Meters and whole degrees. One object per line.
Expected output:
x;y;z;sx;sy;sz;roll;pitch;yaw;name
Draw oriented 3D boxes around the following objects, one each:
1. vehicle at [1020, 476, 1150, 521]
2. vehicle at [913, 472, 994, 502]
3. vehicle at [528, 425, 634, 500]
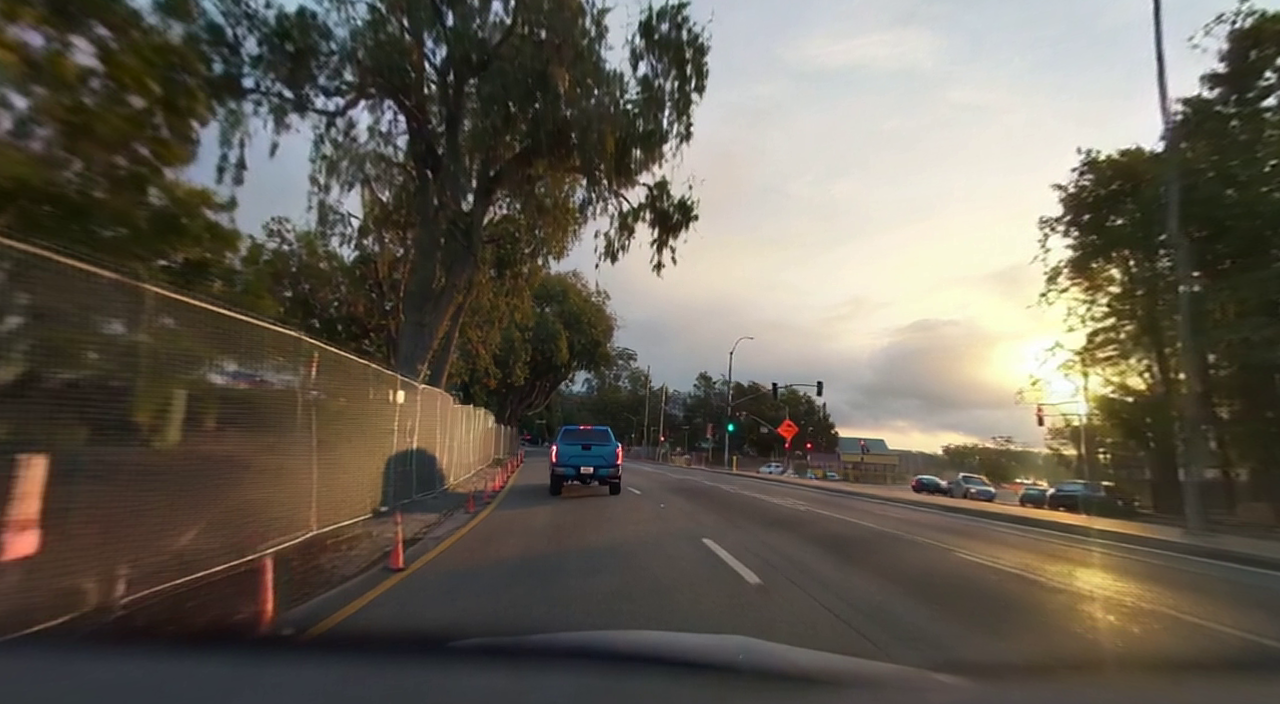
19.100;6.290;27.383;1.884;1.622;4.485;3;-10;-10;vehicle
17.851;7.711;36.129;1.808;1.467;4.360;3;-10;-11;vehicle
-1.565;2.935;17.243;2.436;1.698;5.322;0;-8;-4;vehicle
